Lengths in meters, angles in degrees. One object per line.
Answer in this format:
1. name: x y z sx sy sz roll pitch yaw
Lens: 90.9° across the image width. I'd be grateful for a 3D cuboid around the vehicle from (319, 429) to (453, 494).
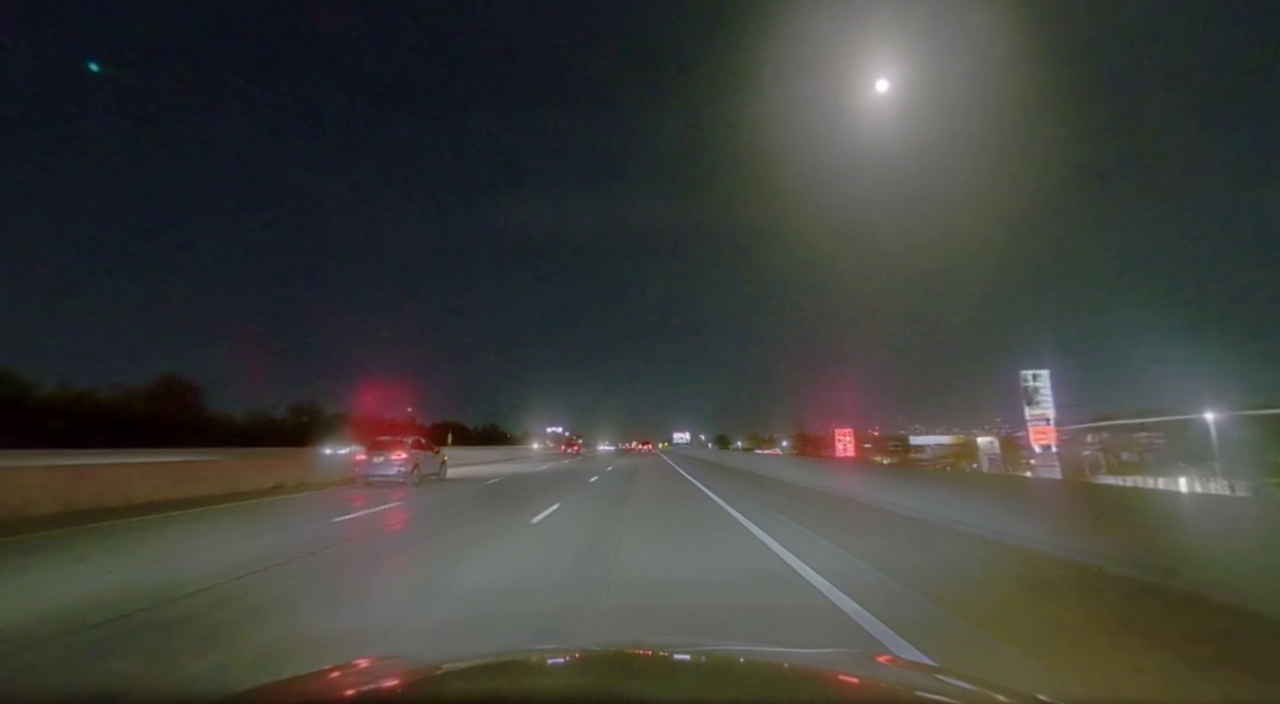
1. vehicle: -7.287 3.171 18.711 2.088 1.678 4.426 0 -8 1
